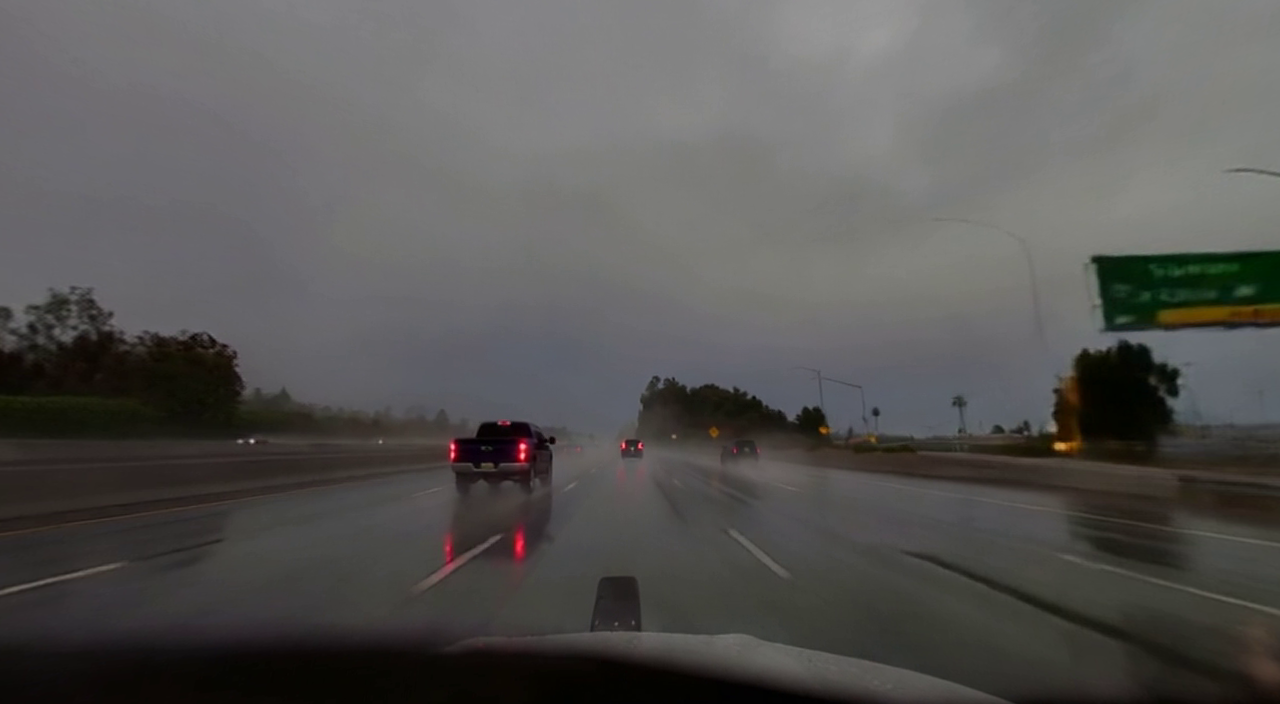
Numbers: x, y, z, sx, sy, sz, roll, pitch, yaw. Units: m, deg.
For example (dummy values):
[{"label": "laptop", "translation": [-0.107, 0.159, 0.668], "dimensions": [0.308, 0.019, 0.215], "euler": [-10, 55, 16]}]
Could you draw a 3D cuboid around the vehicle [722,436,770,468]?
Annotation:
[{"label": "vehicle", "translation": [6.830, 6.528, 41.262], "dimensions": [2.103, 1.898, 5.310], "euler": [0, -9, -1]}]

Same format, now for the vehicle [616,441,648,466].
[{"label": "vehicle", "translation": [-0.565, 7.089, 44.154], "dimensions": [2.157, 1.642, 4.189], "euler": [0, -9, -1]}]

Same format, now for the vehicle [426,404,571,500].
[{"label": "vehicle", "translation": [-3.575, 2.738, 17.539], "dimensions": [2.592, 2.179, 6.034], "euler": [0, -9, 0]}]
